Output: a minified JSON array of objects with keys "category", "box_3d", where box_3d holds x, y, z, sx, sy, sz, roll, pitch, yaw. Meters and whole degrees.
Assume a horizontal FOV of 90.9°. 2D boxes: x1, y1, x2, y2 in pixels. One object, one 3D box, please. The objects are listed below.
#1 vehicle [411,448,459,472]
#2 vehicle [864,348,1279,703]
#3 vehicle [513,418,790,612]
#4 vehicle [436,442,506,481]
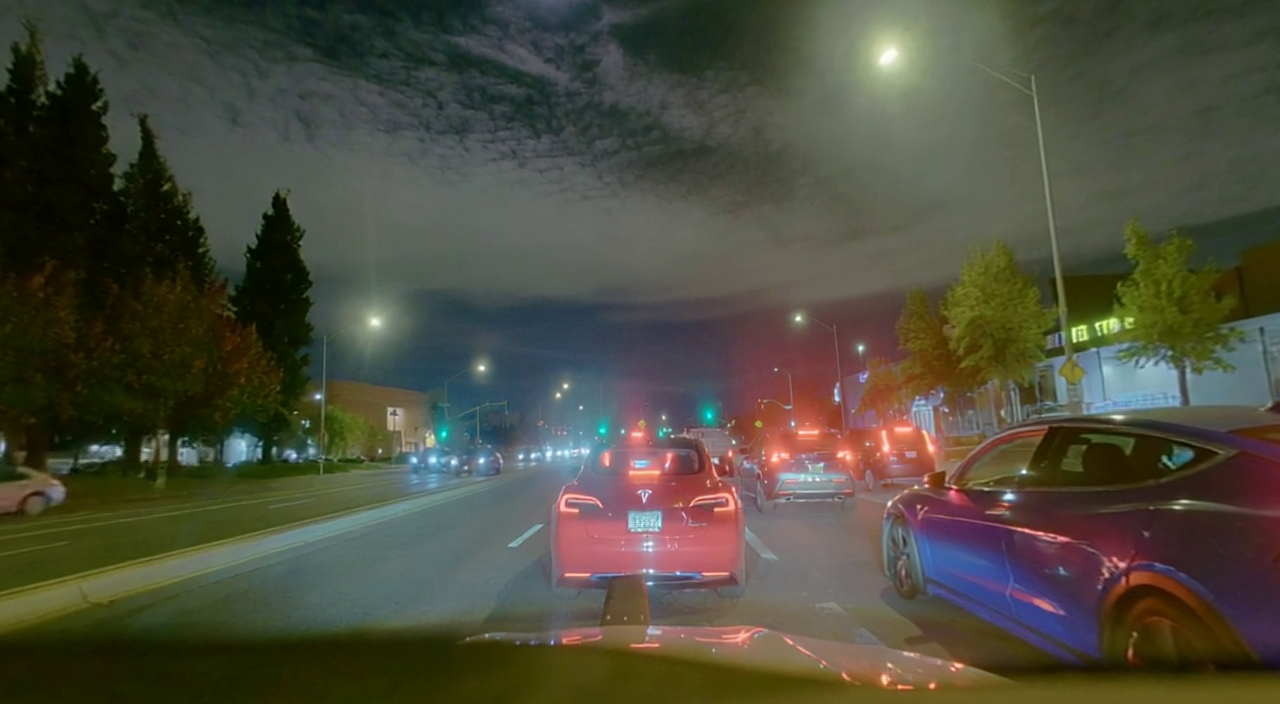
[{"category":"vehicle","box_3d":[-15.117,7.955,46.733,2.005,1.630,4.556,0,-8,1]},{"category":"vehicle","box_3d":[3.192,1.062,3.800,2.038,1.651,4.455,0,-8,0]},{"category":"vehicle","box_3d":[0.103,1.556,6.914,2.137,1.488,3.938,0,-8,0]},{"category":"vehicle","box_3d":[-7.715,5.036,29.292,1.999,1.662,4.291,0,-8,1]}]
